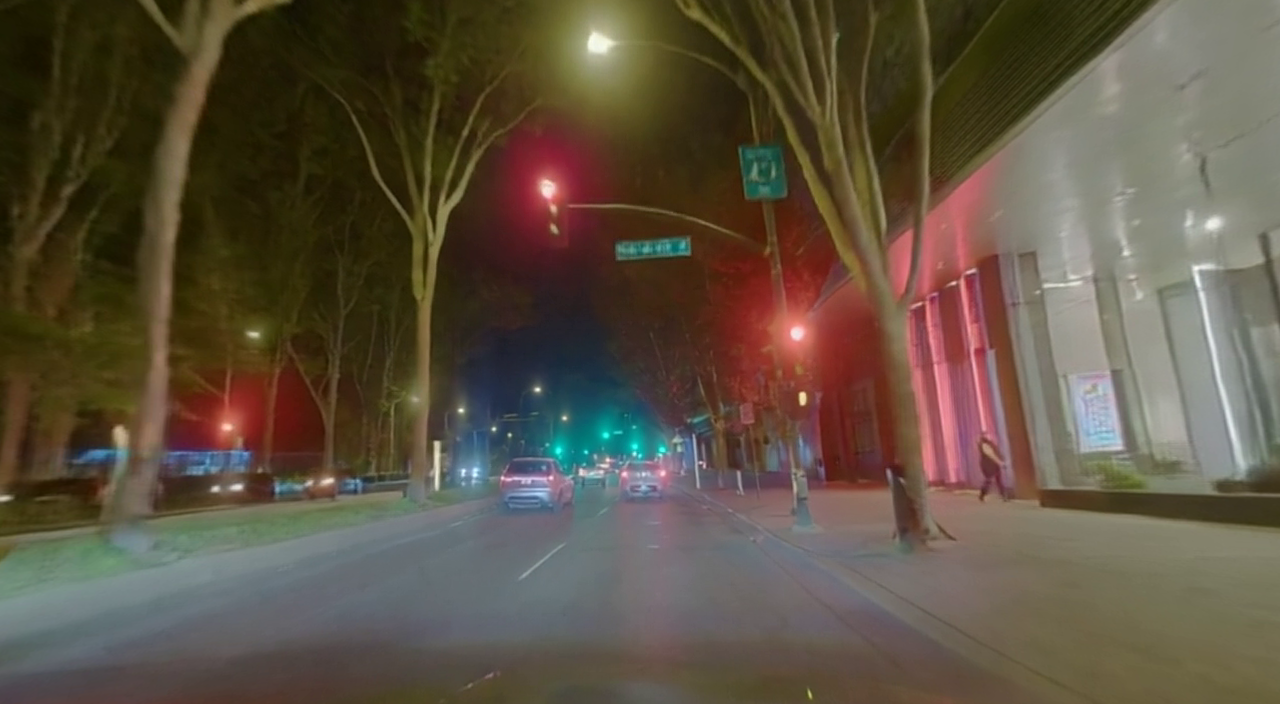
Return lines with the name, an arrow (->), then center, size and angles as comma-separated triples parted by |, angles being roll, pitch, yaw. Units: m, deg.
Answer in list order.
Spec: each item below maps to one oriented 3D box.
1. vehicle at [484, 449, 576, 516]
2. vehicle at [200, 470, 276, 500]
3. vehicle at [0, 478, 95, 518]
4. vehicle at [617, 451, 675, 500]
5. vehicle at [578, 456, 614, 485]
vehicle -> -3.080, 3.766, 18.514 | 1.940, 1.722, 3.823 | 0, -10, 1
vehicle -> -27.600, 9.115, 43.502 | 1.998, 1.797, 5.035 | 1, -10, -2
vehicle -> -29.510, 7.021, 30.698 | 1.898, 1.641, 4.644 | 1, -10, -3
vehicle -> 0.186, 4.818, 24.836 | 2.120, 1.758, 3.917 | 0, -10, -1
vehicle -> -2.909, 8.031, 42.803 | 2.220, 1.847, 4.587 | 0, -10, -2
